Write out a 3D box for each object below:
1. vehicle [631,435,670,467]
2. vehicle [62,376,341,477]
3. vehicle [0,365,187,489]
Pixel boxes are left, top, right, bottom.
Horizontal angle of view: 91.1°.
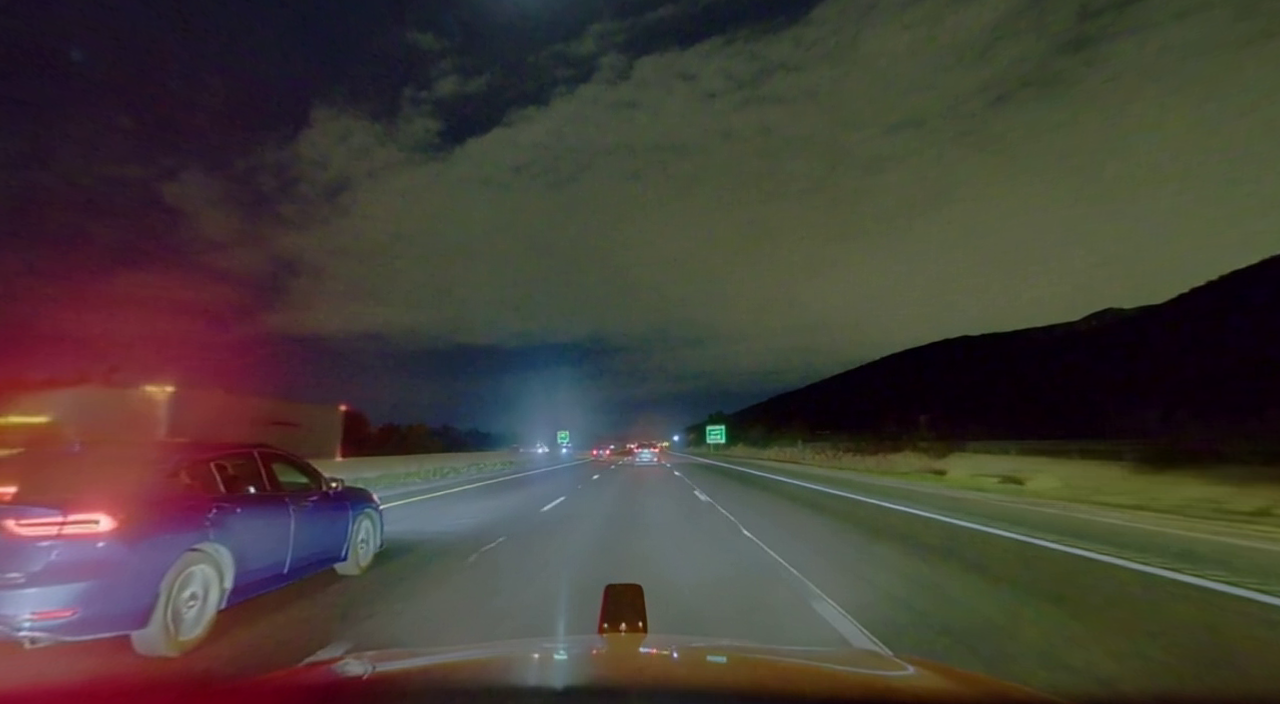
[{"bbox_3d":[0.629,6.181,39.243,2.272,1.836,4.866,0,-8,0],"label":"vehicle"},{"bbox_3d":[-21.589,4.202,33.556,2.881,4.047,16.488,0,-8,1],"label":"vehicle"},{"bbox_3d":[-21.697,2.934,23.781,3.060,3.922,7.710,0,-8,1],"label":"vehicle"}]
